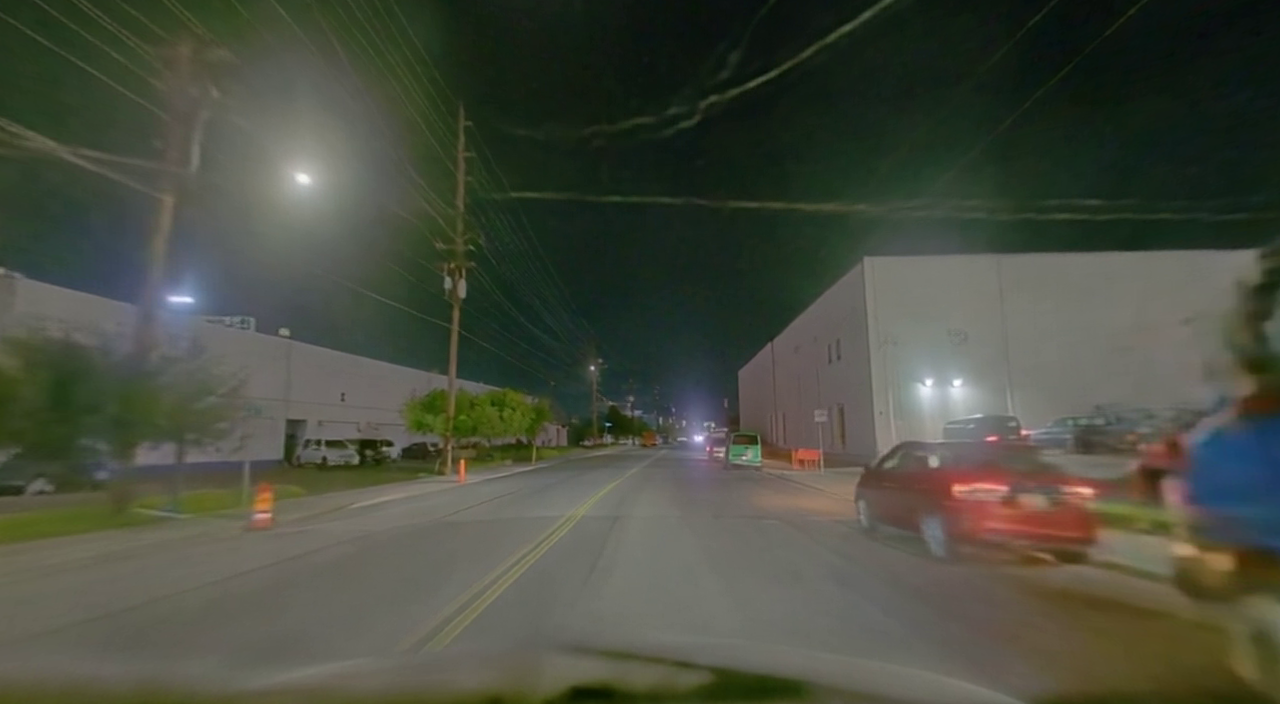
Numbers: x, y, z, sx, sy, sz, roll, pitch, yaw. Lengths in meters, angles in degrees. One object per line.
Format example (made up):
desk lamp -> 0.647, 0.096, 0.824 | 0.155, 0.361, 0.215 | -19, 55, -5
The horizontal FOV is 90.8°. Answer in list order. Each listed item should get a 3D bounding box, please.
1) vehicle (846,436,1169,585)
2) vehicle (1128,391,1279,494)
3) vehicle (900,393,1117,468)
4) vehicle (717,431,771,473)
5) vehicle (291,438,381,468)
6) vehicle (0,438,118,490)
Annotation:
vehicle -> 4.559, 1.968, 8.747 | 1.918, 1.543, 4.028 | 0, -8, -2
vehicle -> 11.460, 1.593, 10.953 | 1.913, 1.672, 4.770 | 2, -8, -5
vehicle -> 12.805, 2.822, 22.387 | 6.092, 2.433, 2.196 | -1, -8, 5
vehicle -> 5.279, 5.164, 32.764 | 2.010, 1.985, 5.124 | -1, -8, 1
vehicle -> -17.942, 5.964, 37.644 | 2.102, 1.628, 5.130 | -2, -8, 10
vehicle -> -23.270, 4.264, 24.251 | 4.417, 1.867, 2.030 | 1, -8, -6
